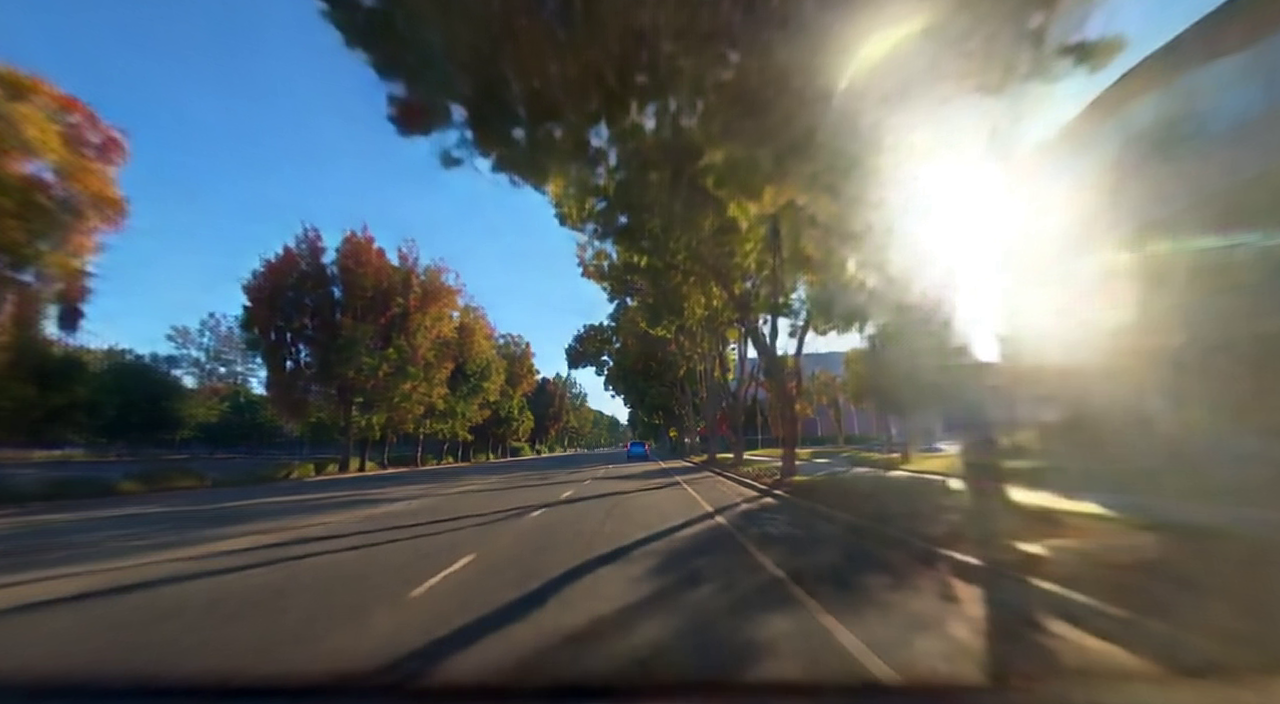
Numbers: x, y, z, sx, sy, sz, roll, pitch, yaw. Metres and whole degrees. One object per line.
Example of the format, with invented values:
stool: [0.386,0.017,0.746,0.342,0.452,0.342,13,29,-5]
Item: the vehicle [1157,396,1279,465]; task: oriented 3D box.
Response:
vehicle: [46.434,5.307,44.415,17.270,4.436,2.904,-2,-6,0]
